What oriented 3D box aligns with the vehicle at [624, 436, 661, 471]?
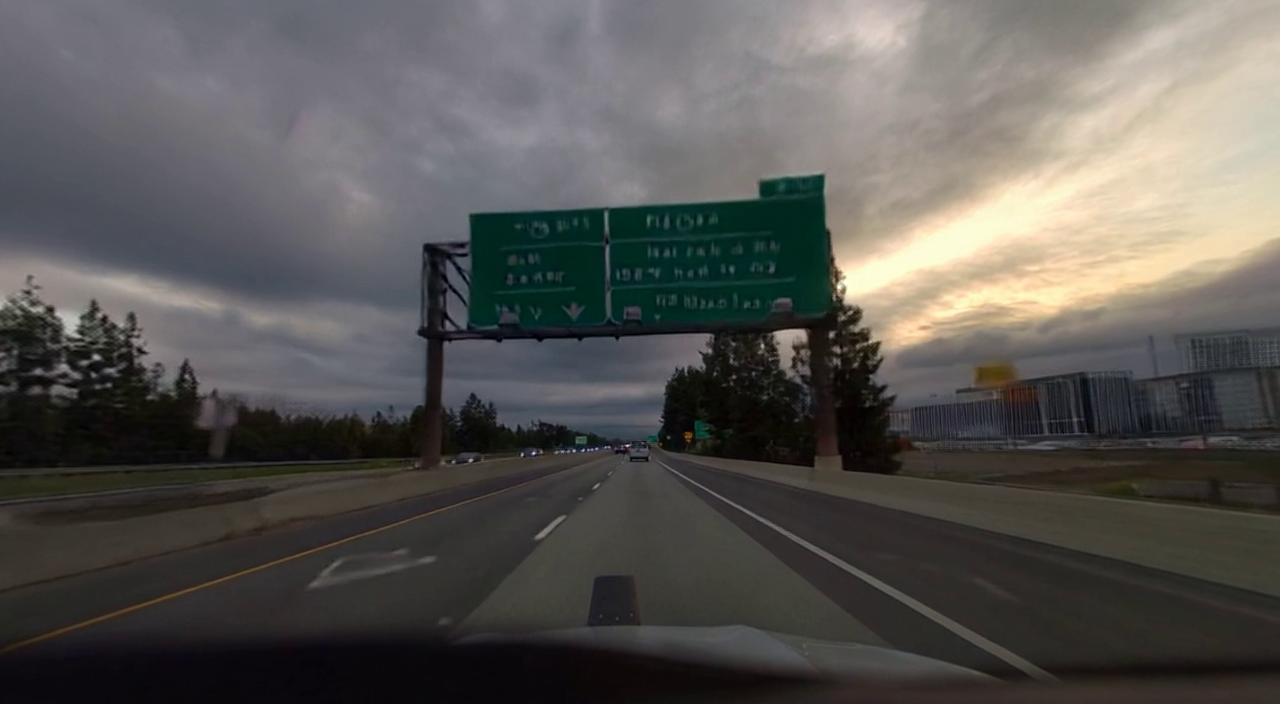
[{"bbox_3d":[0.195,6.615,40.899,2.268,2.122,4.595,-1,-9,1],"label":"vehicle"}]
